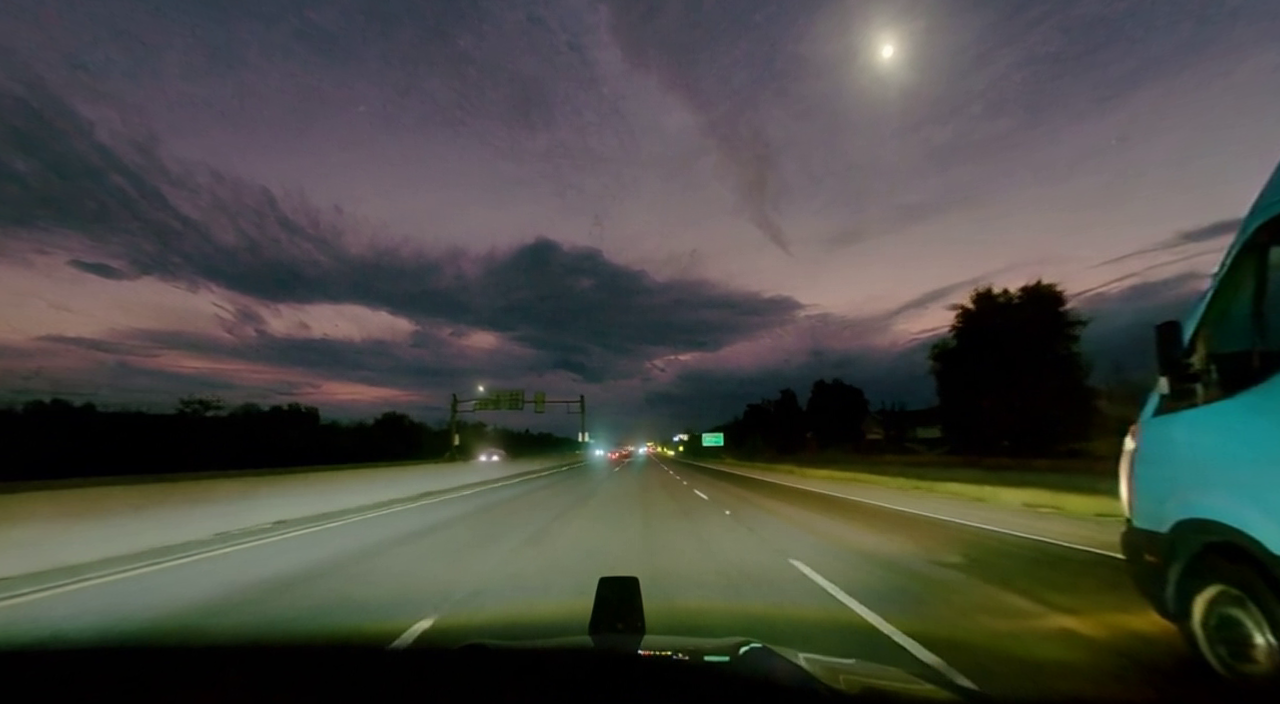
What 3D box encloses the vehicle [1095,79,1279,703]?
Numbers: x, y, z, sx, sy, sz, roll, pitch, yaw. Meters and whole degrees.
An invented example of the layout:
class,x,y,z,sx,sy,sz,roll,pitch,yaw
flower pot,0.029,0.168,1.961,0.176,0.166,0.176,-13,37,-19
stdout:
class,x,y,z,sx,sy,sz,roll,pitch,yaw
vehicle,3.994,-0.144,0.152,2.527,2.809,6.831,0,-9,0
